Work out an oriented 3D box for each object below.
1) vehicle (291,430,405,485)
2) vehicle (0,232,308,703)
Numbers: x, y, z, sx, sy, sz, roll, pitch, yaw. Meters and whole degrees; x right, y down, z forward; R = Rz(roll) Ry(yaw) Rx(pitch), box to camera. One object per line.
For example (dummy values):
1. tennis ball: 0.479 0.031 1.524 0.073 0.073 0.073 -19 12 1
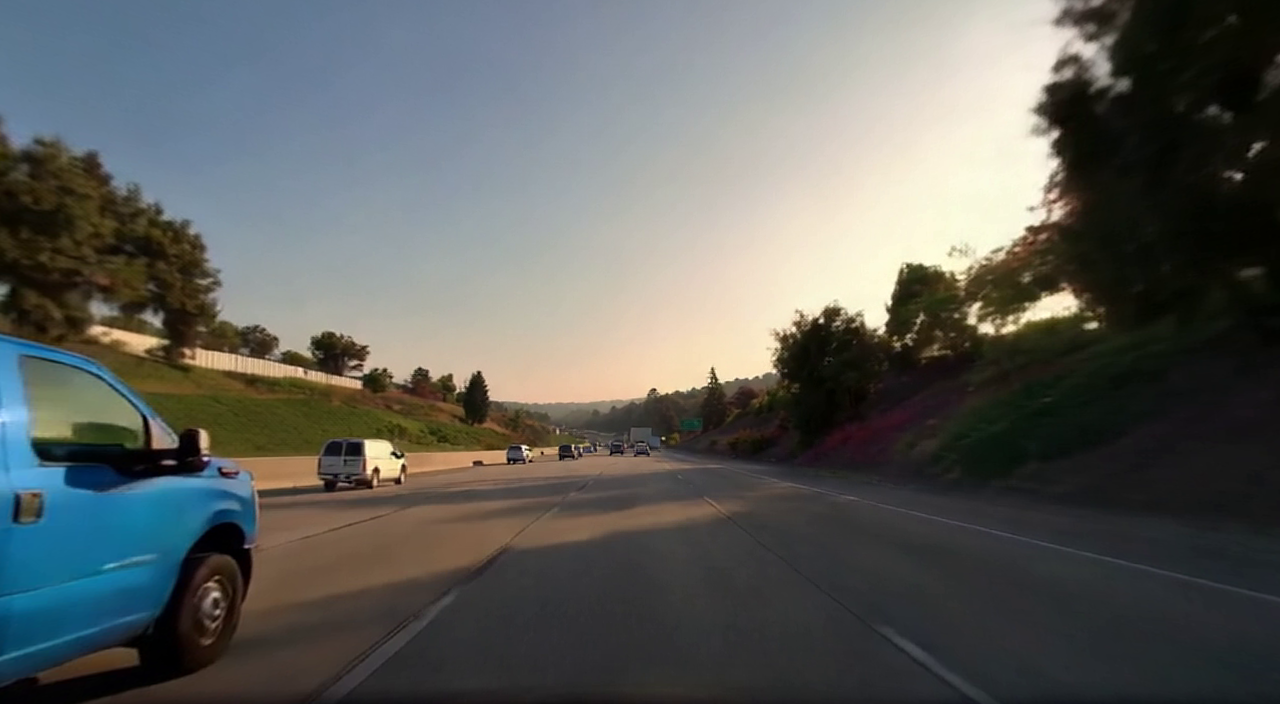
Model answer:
1. vehicle: -10.994 4.017 24.303 2.012 1.875 4.895 0 -8 0
2. vehicle: -3.473 0.468 1.004 2.483 2.100 6.208 0 -8 0
